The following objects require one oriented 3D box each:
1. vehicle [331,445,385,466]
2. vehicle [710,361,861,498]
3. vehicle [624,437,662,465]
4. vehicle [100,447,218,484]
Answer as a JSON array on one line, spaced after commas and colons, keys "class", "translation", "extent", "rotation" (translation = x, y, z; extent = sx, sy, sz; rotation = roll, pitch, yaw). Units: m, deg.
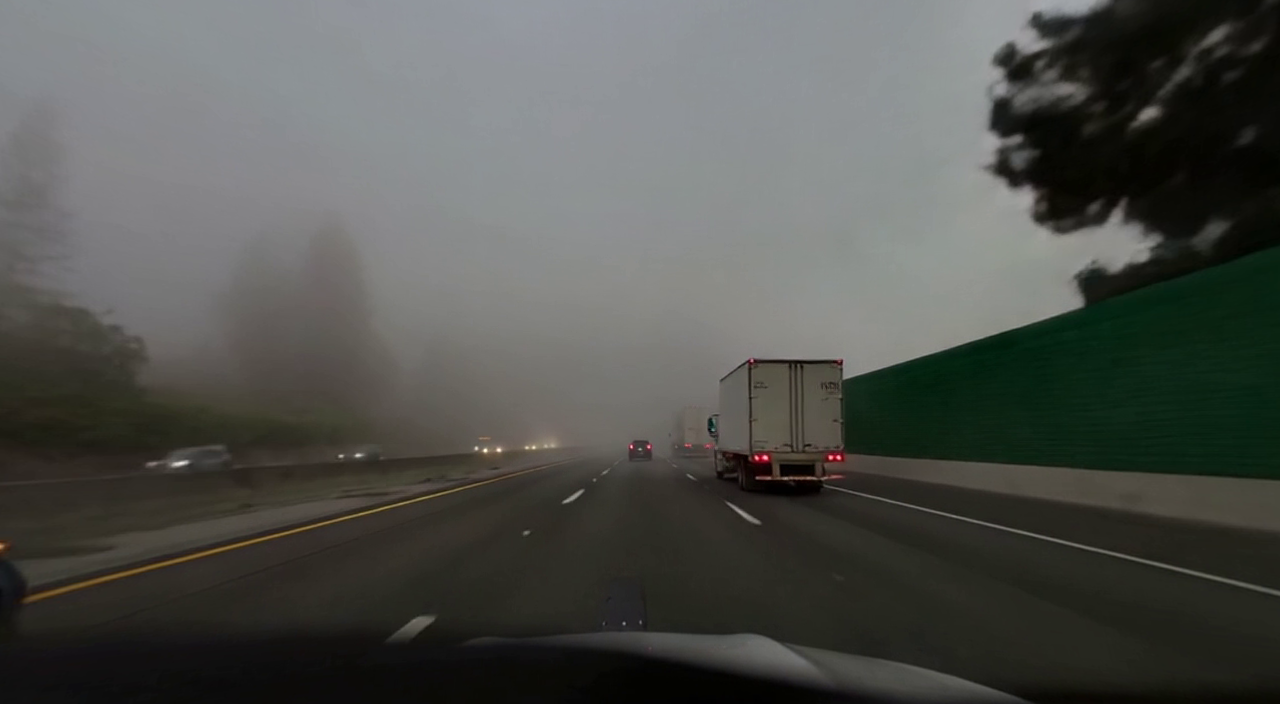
[{"class": "vehicle", "translation": [-20.872, 7.682, 46.778], "extent": [1.836, 1.449, 4.638], "rotation": [0, -8, 1]}, {"class": "vehicle", "translation": [4.026, 2.487, 19.708], "extent": [2.742, 3.383, 8.285], "rotation": [0, -8, 0]}, {"class": "vehicle", "translation": [0.223, 6.552, 41.767], "extent": [2.389, 1.760, 4.473], "rotation": [0, -8, 0]}, {"class": "vehicle", "translation": [-20.513, 4.810, 27.085], "extent": [1.736, 1.426, 4.120], "rotation": [0, -8, 1]}]
